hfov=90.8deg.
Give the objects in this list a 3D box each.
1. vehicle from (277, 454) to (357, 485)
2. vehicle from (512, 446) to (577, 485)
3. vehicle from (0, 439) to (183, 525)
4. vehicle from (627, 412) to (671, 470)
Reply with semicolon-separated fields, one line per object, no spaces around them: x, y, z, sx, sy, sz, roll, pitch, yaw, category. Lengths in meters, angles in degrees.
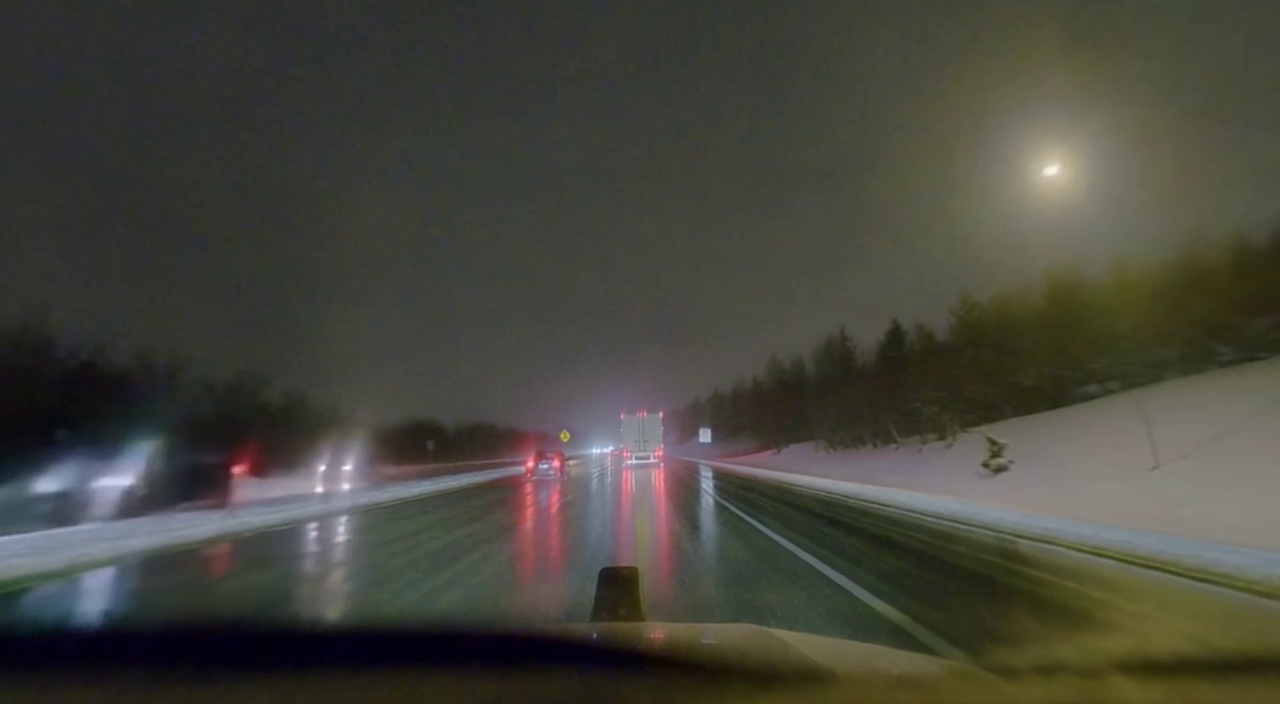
-16.602;6.034;32.669;1.738;1.456;4.504;0;-9;0;vehicle
-4.021;4.868;27.347;2.053;1.523;4.450;0;-9;0;vehicle
-12.495;2.697;13.603;1.944;1.532;4.382;0;-9;0;vehicle
0.483;6.658;46.863;2.864;3.805;9.500;0;-9;-2;vehicle
